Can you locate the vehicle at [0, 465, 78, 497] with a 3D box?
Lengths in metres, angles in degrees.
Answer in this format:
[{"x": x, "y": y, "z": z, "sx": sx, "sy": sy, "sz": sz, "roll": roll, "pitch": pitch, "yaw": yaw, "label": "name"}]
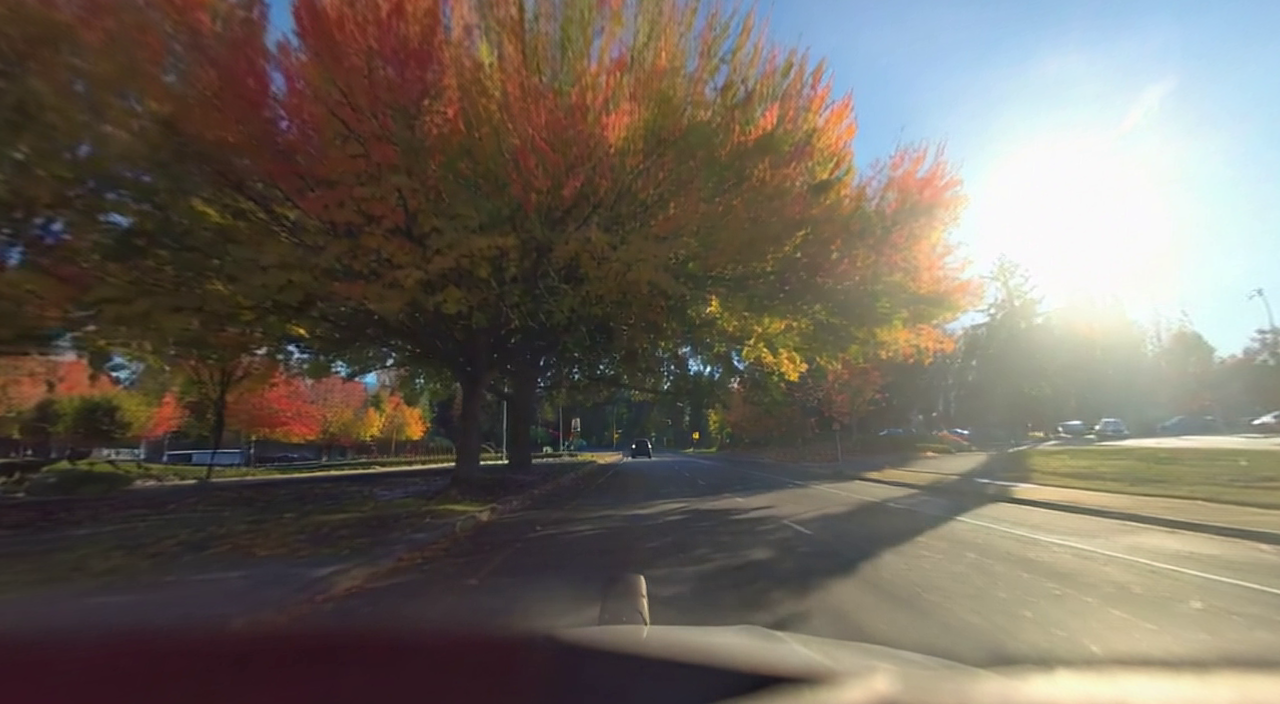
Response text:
[{"x": -34.115, "y": 7.155, "z": 35.191, "sx": 1.784, "sy": 1.536, "sz": 3.893, "roll": 0, "pitch": -8, "yaw": 3, "label": "vehicle"}]
